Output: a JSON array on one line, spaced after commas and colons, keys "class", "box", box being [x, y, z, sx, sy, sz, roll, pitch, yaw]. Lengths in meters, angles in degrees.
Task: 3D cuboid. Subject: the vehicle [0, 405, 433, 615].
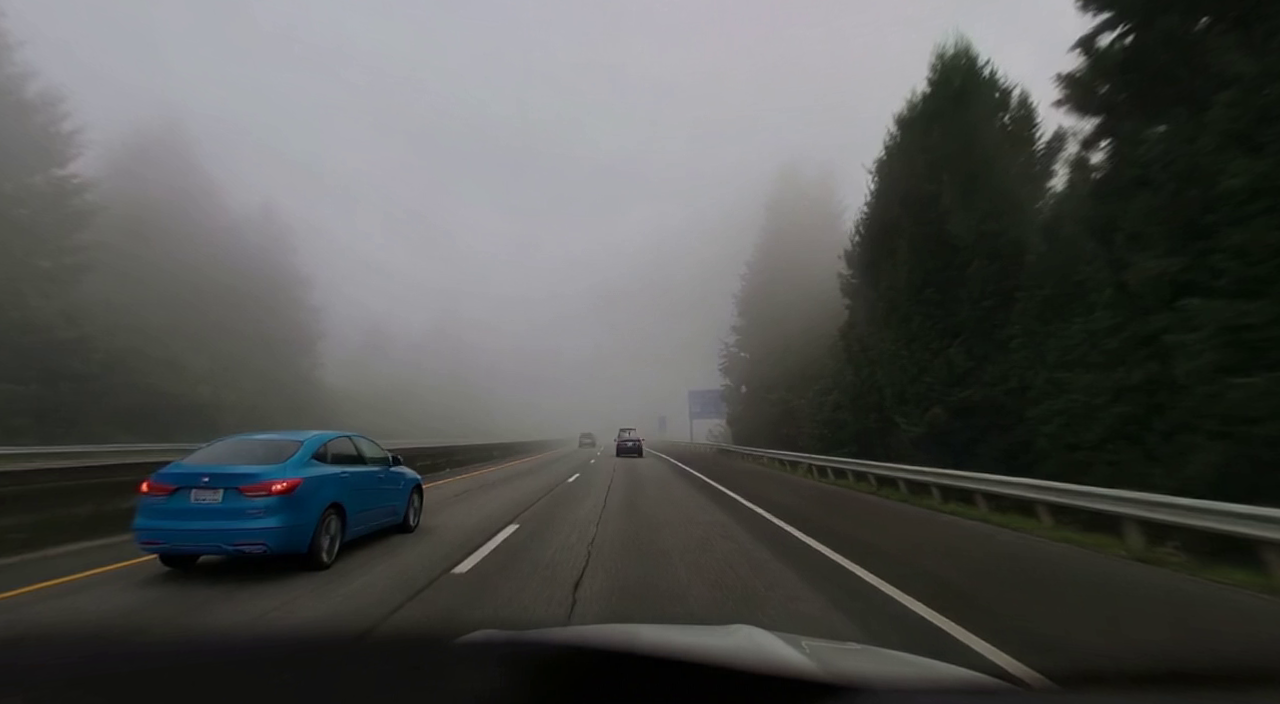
[{"class": "vehicle", "box": [-3.917, 1.435, 6.776, 1.975, 1.518, 4.242, 0, -8, -1]}]

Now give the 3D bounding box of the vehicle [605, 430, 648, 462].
[{"class": "vehicle", "box": [-0.742, 5.102, 34.521, 2.162, 1.616, 4.242, 0, -8, -1]}]
